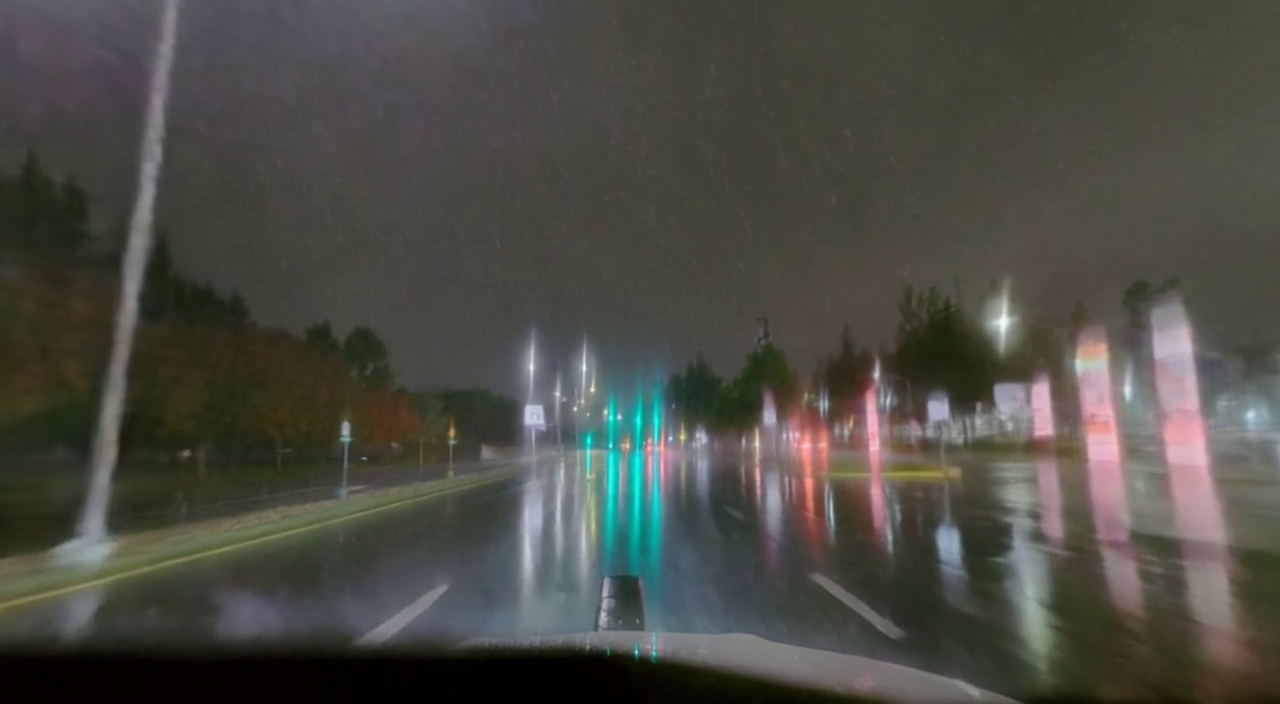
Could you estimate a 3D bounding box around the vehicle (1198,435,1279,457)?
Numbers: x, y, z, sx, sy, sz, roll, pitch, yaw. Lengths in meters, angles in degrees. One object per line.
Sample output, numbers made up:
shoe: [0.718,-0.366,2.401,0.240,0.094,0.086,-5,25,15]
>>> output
vehicle: [46.373,7.251,48.644,2.007,1.486,4.744,7,-13,-44]
